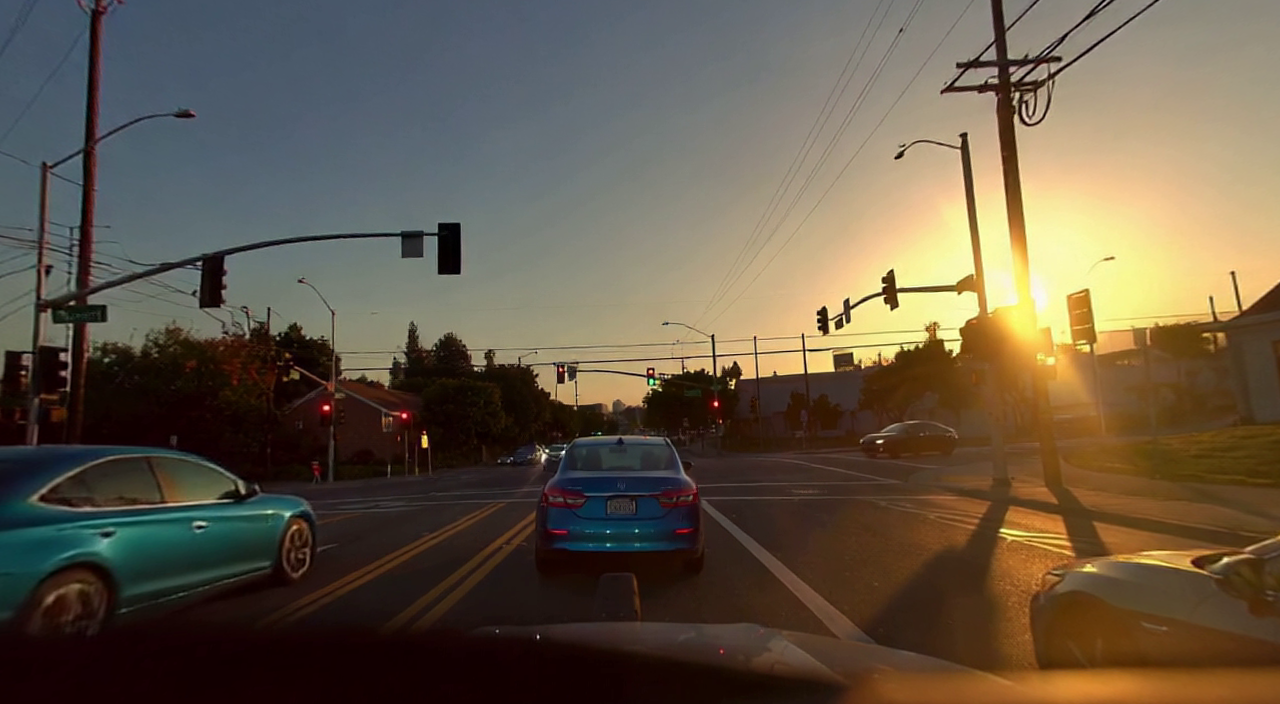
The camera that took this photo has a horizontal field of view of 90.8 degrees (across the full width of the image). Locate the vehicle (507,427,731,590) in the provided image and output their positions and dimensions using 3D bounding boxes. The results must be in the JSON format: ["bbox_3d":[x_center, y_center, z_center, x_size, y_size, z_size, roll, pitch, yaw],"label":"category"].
[{"bbox_3d":[-0.225,1.753,7.986,2.061,1.485,4.196,0,-8,-1],"label":"vehicle"}]

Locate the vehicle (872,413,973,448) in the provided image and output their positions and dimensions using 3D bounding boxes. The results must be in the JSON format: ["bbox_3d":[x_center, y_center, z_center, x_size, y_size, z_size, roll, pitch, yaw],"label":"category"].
[{"bbox_3d":[15.114,4.241,33.995,4.431,1.555,1.886,-4,-9,2],"label":"vehicle"}]

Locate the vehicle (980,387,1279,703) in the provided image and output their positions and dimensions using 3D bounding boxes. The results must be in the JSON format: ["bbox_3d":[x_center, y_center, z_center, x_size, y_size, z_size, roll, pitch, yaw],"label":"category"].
[{"bbox_3d":[2.924,0.839,1.785,1.860,1.494,3.707,0,-8,1],"label":"vehicle"}]

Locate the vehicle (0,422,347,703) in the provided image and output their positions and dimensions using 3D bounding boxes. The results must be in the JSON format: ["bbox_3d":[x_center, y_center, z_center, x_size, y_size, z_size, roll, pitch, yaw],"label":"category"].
[{"bbox_3d":[-4.383,1.352,4.877,2.106,1.492,4.312,0,-8,1],"label":"vehicle"}]
